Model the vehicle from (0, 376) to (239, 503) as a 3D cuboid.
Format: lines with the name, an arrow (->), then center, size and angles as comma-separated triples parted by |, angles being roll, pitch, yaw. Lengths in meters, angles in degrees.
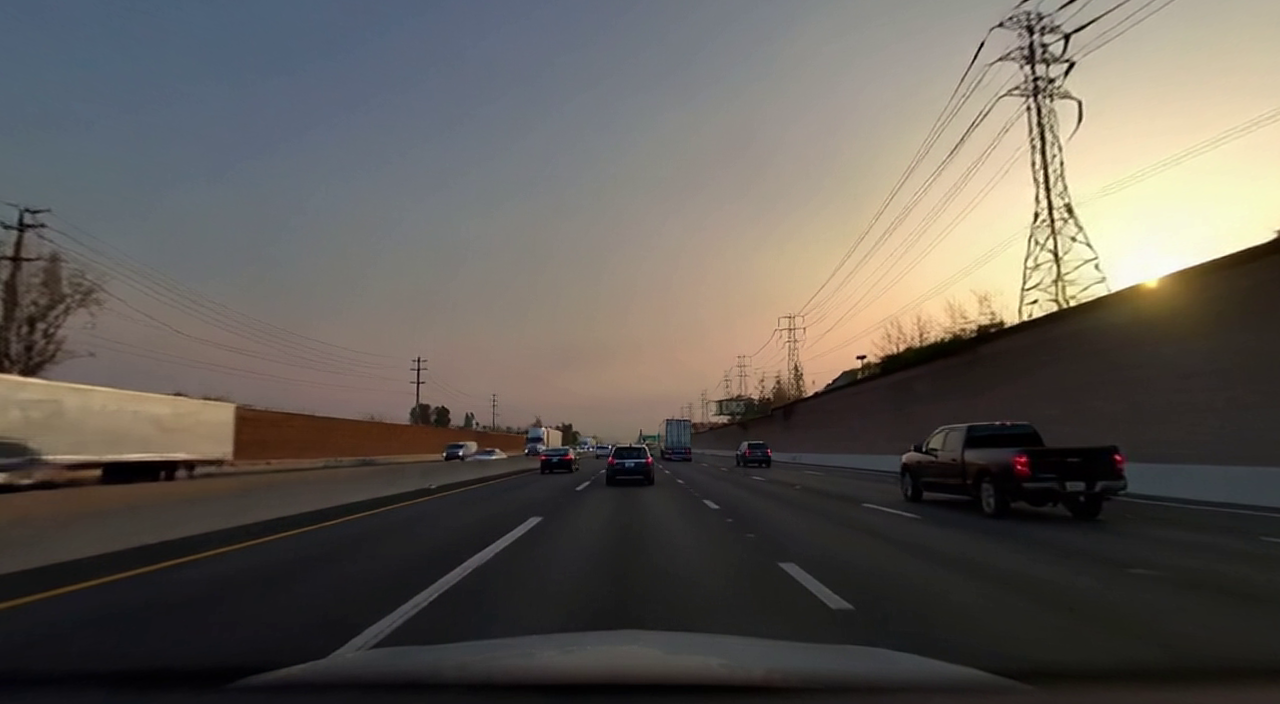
vehicle -> -20.513, 3.322, 23.411 | 2.868, 3.748, 12.679 | 0, -9, 0

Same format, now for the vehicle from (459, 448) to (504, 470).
vehicle -> -11.046, 7.478, 44.409 | 1.877, 1.457, 4.546 | 0, -9, 1

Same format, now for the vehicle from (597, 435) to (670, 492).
vehicle -> -0.228, 3.669, 21.070 | 2.191, 1.685, 4.015 | 0, -9, -1

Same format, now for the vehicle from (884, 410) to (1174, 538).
vehicle -> 6.757, 2.196, 11.970 | 2.086, 1.862, 5.232 | 0, -9, -1

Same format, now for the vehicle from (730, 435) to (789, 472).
vehicle -> 6.916, 5.969, 37.187 | 2.302, 1.973, 5.502 | 0, -9, -1

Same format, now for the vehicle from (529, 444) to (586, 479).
vehicle -> -3.785, 5.106, 29.743 | 2.025, 1.498, 4.675 | 0, -9, 0
